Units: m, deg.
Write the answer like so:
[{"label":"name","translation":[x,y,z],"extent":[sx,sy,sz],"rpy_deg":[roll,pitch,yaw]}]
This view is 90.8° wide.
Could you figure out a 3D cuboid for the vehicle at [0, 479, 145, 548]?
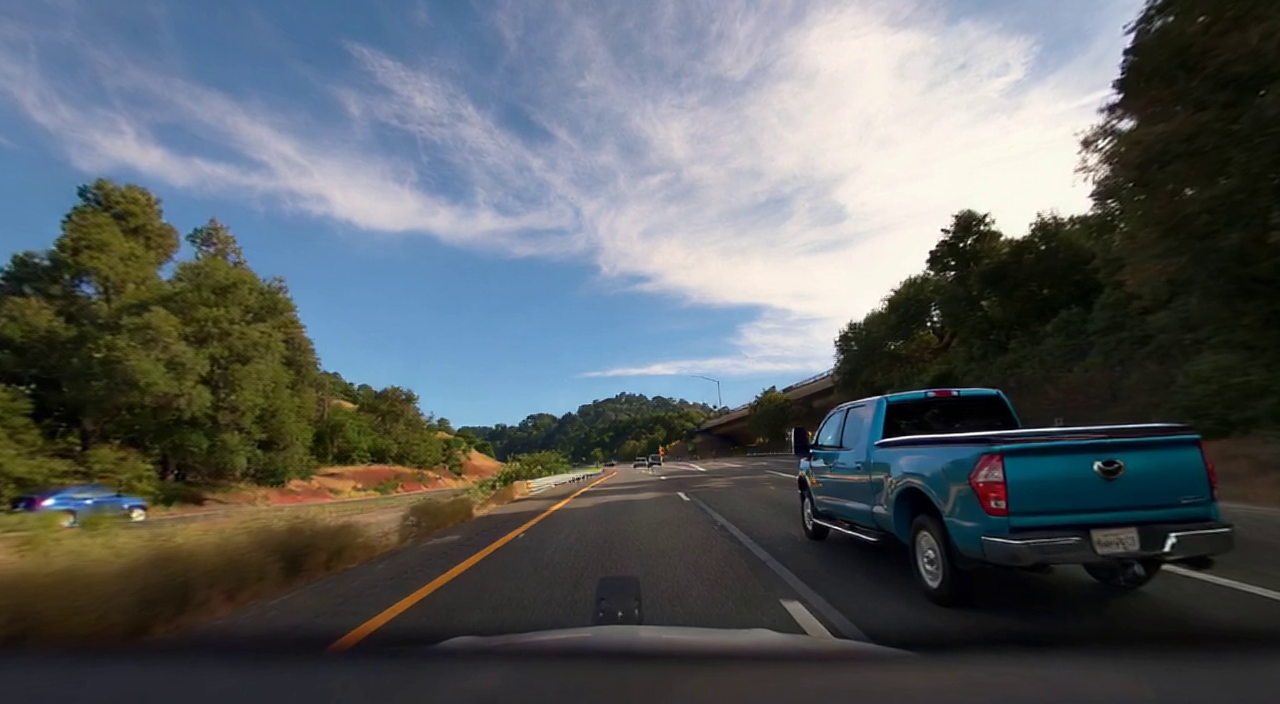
[{"label":"vehicle","translation":[-22.317,5.940,23.839],"extent":[2.573,1.976,5.651],"rpy_deg":[0,-9,1]}]
